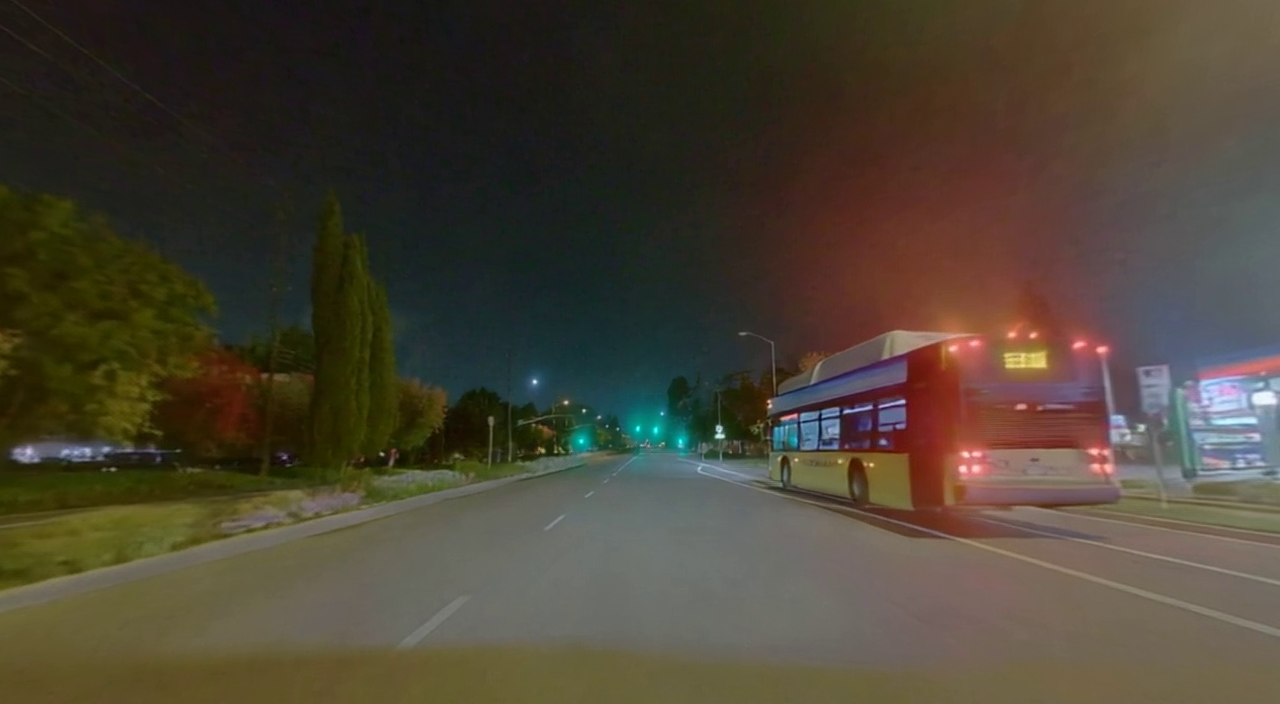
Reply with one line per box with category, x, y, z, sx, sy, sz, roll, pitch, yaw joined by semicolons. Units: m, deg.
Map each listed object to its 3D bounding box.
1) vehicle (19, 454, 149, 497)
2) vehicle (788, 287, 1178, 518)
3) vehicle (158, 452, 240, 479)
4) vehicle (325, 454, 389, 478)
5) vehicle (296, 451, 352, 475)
vehicle;-25.931;5.765;29.464;4.623;1.653;2.050;-3;-6;9
vehicle;8.316;1.879;19.004;4.582;4.678;12.589;0;-8;0
vehicle;-29.961;7.686;42.849;4.251;1.563;1.950;-3;-8;4
vehicle;-20.874;8.420;46.762;2.114;1.602;4.824;-1;-9;6
vehicle;-23.446;8.221;46.905;1.930;1.451;4.124;-2;-7;3
